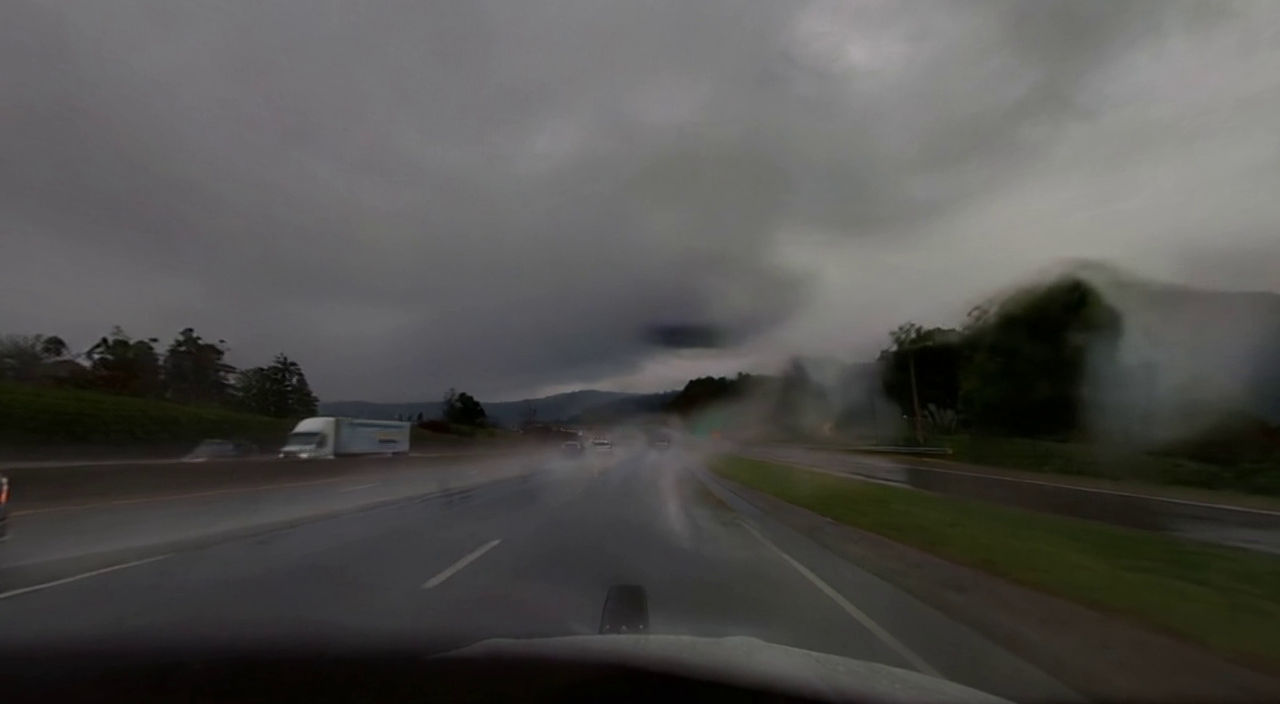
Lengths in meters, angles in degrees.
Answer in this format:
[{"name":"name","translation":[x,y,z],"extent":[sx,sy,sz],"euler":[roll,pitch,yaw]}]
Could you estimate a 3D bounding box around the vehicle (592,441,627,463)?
[{"name":"vehicle","translation":[-2.128,7.190,45.569],"extent":[2.112,1.489,4.266],"euler":[-1,-8,3]}]
